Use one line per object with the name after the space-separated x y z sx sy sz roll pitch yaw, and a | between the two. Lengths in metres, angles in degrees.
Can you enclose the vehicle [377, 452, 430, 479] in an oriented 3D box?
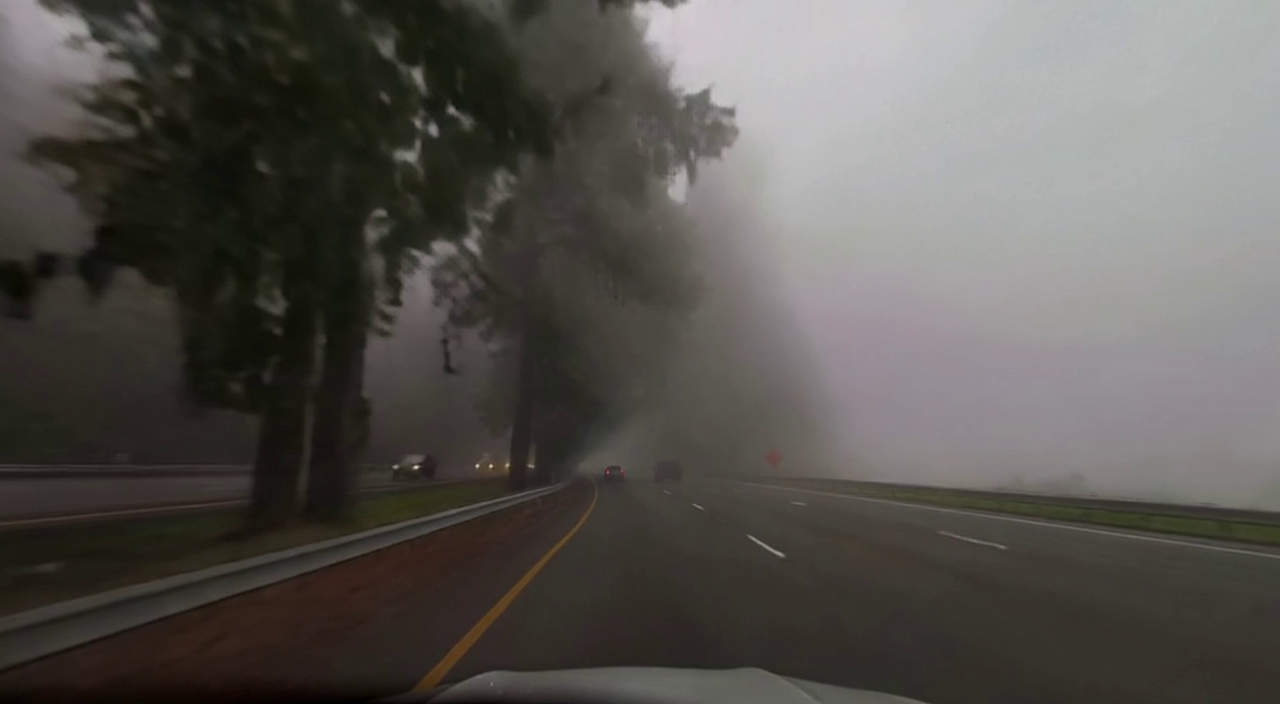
-15.049 7.270 40.296 1.986 1.548 3.812 1 -11 -2 | vehicle
